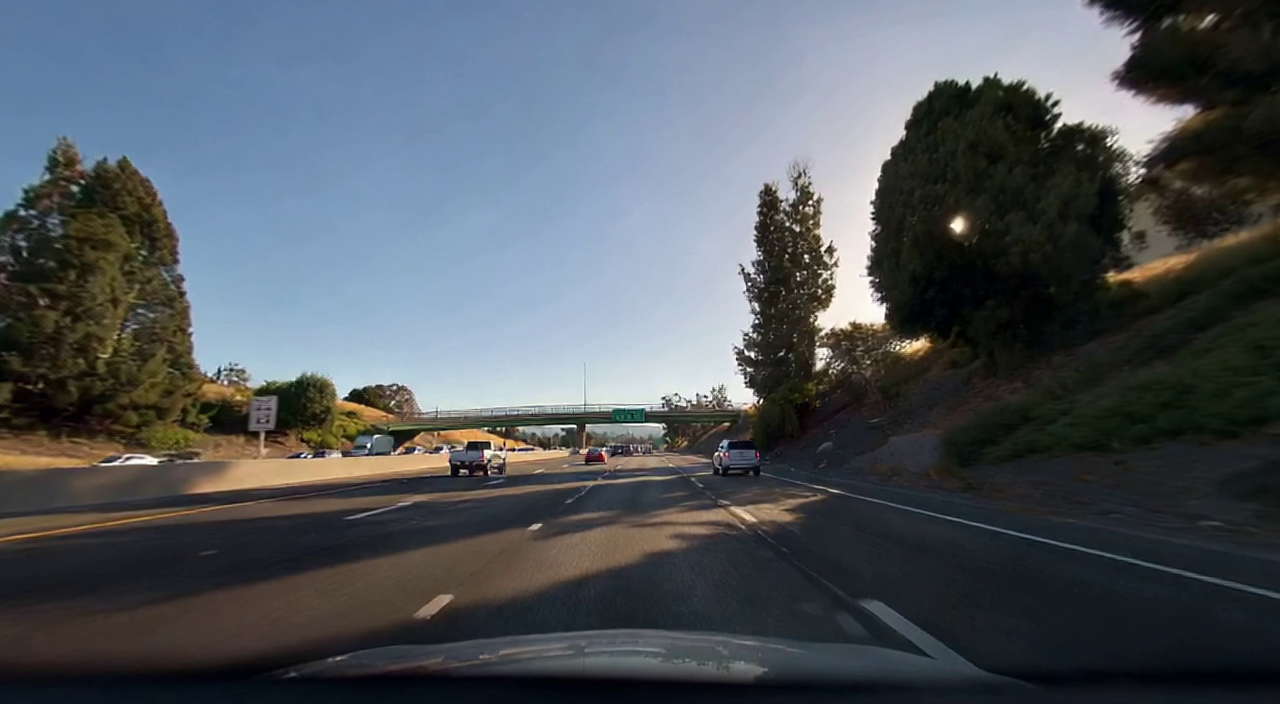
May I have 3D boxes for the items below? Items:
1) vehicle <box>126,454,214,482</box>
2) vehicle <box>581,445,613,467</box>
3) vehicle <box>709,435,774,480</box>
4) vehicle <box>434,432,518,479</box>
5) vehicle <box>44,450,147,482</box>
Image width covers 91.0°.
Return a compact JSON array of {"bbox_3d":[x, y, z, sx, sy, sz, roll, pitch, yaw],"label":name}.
[{"bbox_3d":[-28.875,7.124,38.897,1.845,1.514,4.682,0,-9,0],"label":"vehicle"},{"bbox_3d":[-3.154,7.722,47.040,2.067,1.528,4.551,0,-9,1],"label":"vehicle"},{"bbox_3d":[4.198,4.446,26.715,1.990,1.735,4.276,0,-9,0],"label":"vehicle"},{"bbox_3d":[-7.570,4.853,29.793,2.341,1.959,5.684,0,-9,1],"label":"vehicle"},{"bbox_3d":[-35.100,7.338,40.822,2.034,1.900,5.300,0,-9,-2],"label":"vehicle"}]
